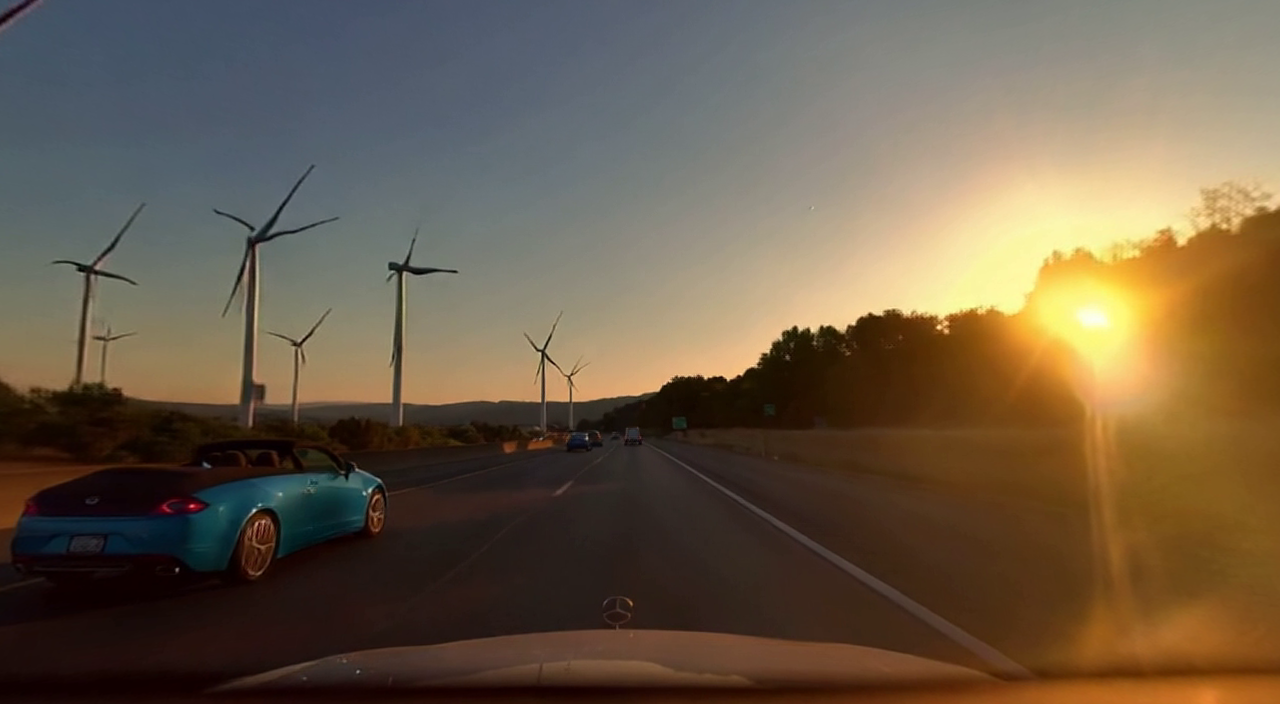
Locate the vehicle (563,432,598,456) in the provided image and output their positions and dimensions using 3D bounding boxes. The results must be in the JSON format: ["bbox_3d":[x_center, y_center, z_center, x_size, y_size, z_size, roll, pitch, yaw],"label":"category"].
[{"bbox_3d":[-3.779,5.934,40.842,2.024,1.456,3.754,0,-8,-2],"label":"vehicle"}]

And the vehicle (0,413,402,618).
[{"bbox_3d":[-4.253,1.420,6.522,1.969,1.413,4.194,0,-8,-1],"label":"vehicle"}]
